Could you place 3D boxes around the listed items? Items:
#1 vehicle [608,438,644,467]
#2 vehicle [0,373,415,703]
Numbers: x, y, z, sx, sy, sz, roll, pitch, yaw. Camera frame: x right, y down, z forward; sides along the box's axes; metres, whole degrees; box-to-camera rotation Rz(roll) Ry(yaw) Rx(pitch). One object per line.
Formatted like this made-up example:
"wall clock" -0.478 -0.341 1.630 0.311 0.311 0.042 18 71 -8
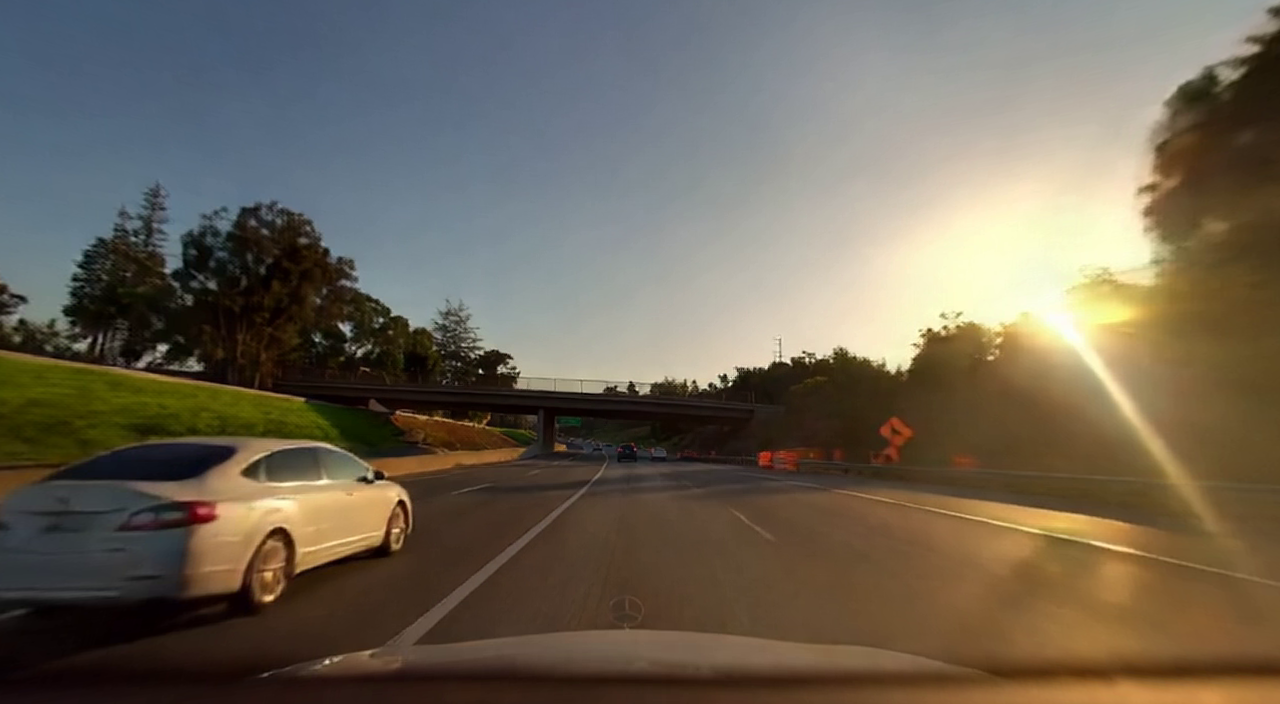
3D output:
"vehicle" -1.001 6.802 42.959 2.328 1.805 4.502 0 -8 -3
"vehicle" -3.821 1.257 5.255 2.114 1.650 4.730 0 -8 0
